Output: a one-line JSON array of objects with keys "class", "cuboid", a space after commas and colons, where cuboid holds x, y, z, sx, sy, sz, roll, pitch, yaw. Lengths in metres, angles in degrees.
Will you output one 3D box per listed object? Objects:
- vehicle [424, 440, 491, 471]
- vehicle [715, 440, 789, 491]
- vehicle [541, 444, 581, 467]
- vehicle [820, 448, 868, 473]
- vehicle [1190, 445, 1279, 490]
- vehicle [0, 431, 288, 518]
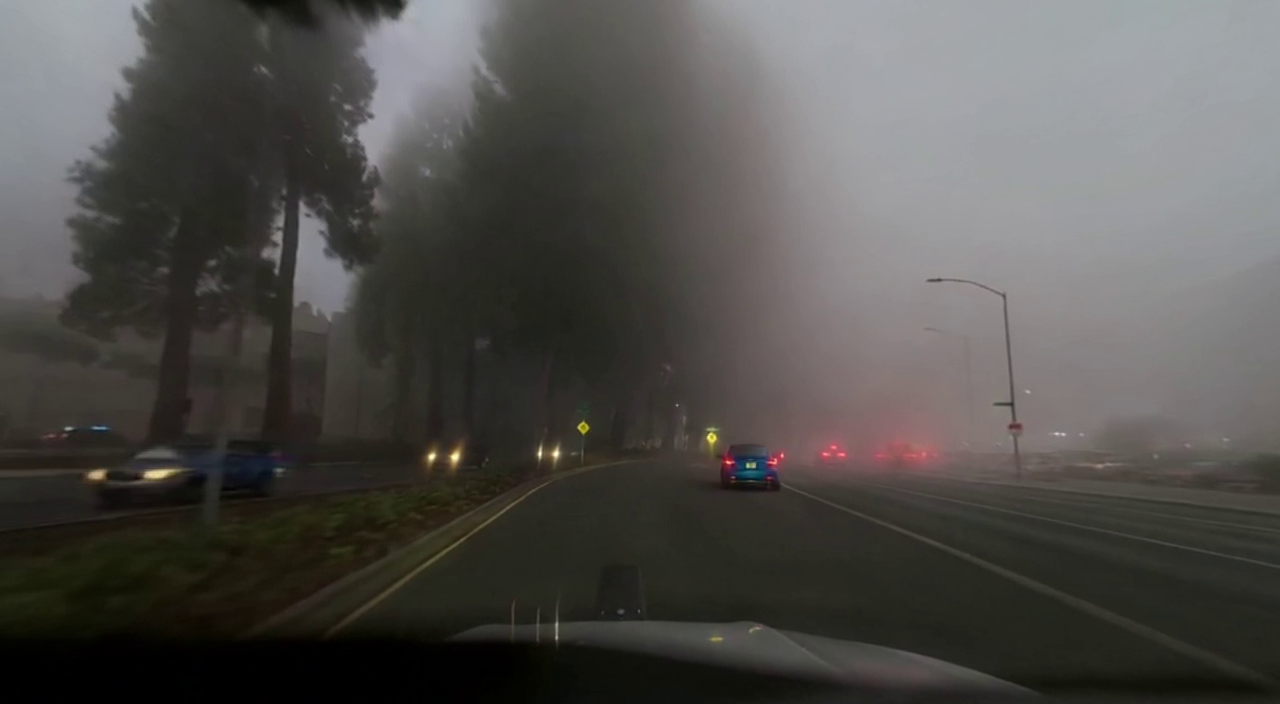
[{"class": "vehicle", "cuboid": [-10.033, 5.726, 35.039, 1.990, 1.581, 4.706, 0, -9, 4]}, {"class": "vehicle", "cuboid": [3.862, 3.987, 22.496, 2.145, 1.603, 4.369, 0, -9, 4]}, {"class": "vehicle", "cuboid": [-5.783, 7.649, 46.621, 1.873, 1.625, 4.104, -1, -9, 9]}, {"class": "vehicle", "cuboid": [12.976, 6.894, 40.273, 1.928, 1.488, 4.361, 0, -9, 5]}, {"class": "vehicle", "cuboid": [27.786, 5.165, 28.426, 4.719, 1.851, 1.920, 2, -8, -14]}, {"class": "vehicle", "cuboid": [-9.542, 2.366, 12.663, 2.089, 1.400, 4.467, 0, -9, 4]}]
